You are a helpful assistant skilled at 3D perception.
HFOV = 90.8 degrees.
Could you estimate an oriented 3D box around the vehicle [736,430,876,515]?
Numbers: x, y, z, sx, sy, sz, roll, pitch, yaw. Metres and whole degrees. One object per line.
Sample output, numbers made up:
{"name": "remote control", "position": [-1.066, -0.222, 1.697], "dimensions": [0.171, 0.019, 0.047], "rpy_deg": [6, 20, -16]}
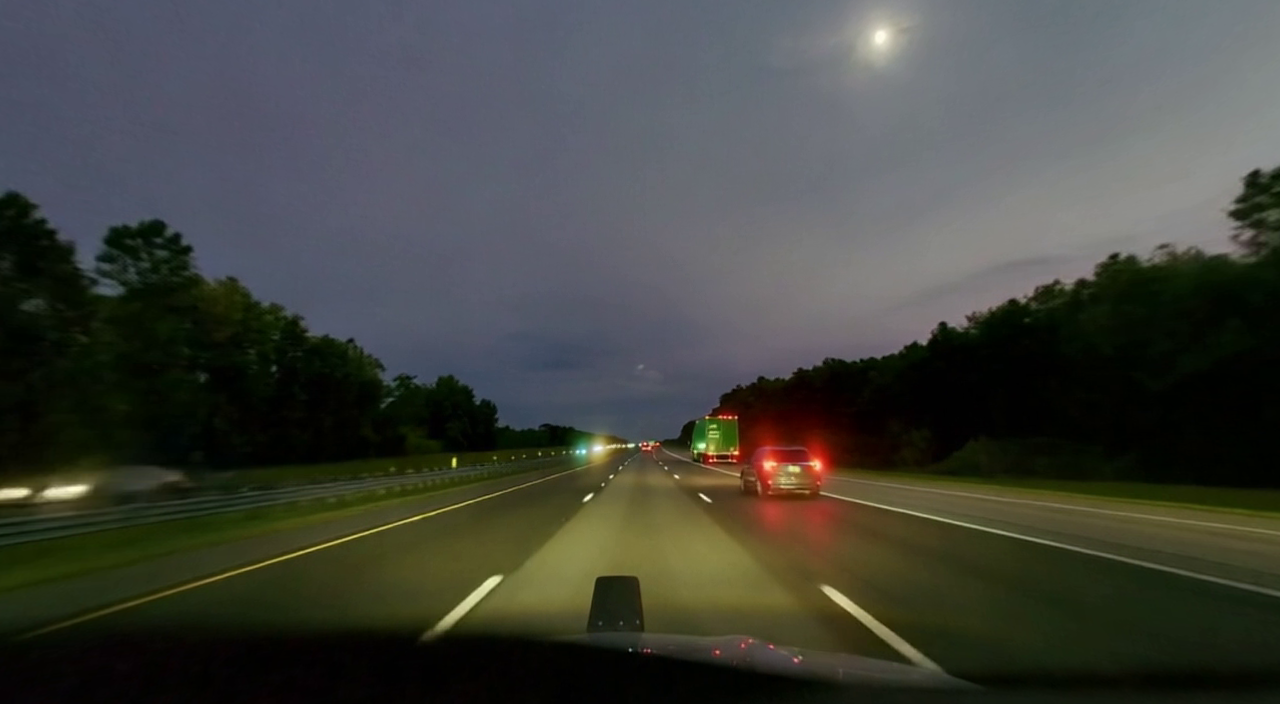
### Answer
{"name": "vehicle", "position": [3.497, 2.628, 14.159], "dimensions": [2.019, 1.601, 3.953], "rpy_deg": [0, -9, 0]}

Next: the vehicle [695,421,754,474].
{"name": "vehicle", "position": [4.351, 5.071, 33.477], "dimensions": [2.300, 2.564, 5.643], "rpy_deg": [0, -9, -1]}

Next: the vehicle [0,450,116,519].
{"name": "vehicle", "position": [-15.075, 3.032, 14.616], "dimensions": [1.844, 1.502, 4.706], "rpy_deg": [0, -9, -1]}
